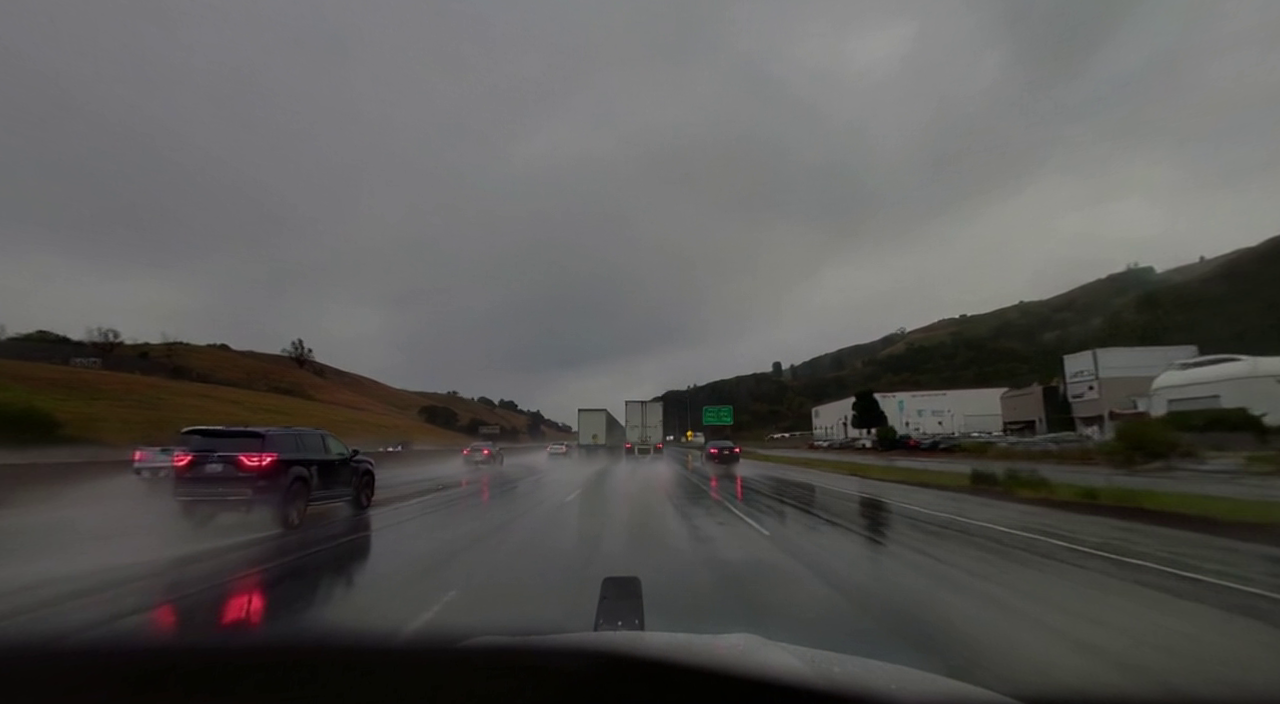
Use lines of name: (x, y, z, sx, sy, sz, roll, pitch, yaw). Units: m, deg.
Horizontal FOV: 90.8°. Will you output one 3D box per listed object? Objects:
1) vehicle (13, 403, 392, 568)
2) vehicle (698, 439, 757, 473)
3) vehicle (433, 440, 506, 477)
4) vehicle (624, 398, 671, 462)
vehicle: (-5.587, 1.754, 9.037, 2.122, 1.754, 4.379, 0, -9, 2)
vehicle: (3.925, 4.755, 29.048, 2.006, 1.452, 4.246, 0, -9, -1)
vehicle: (-7.378, 4.655, 27.843, 1.891, 1.460, 4.506, 0, -8, 1)
vehicle: (0.442, 5.807, 45.895, 2.969, 4.104, 10.906, 0, -9, 0)
